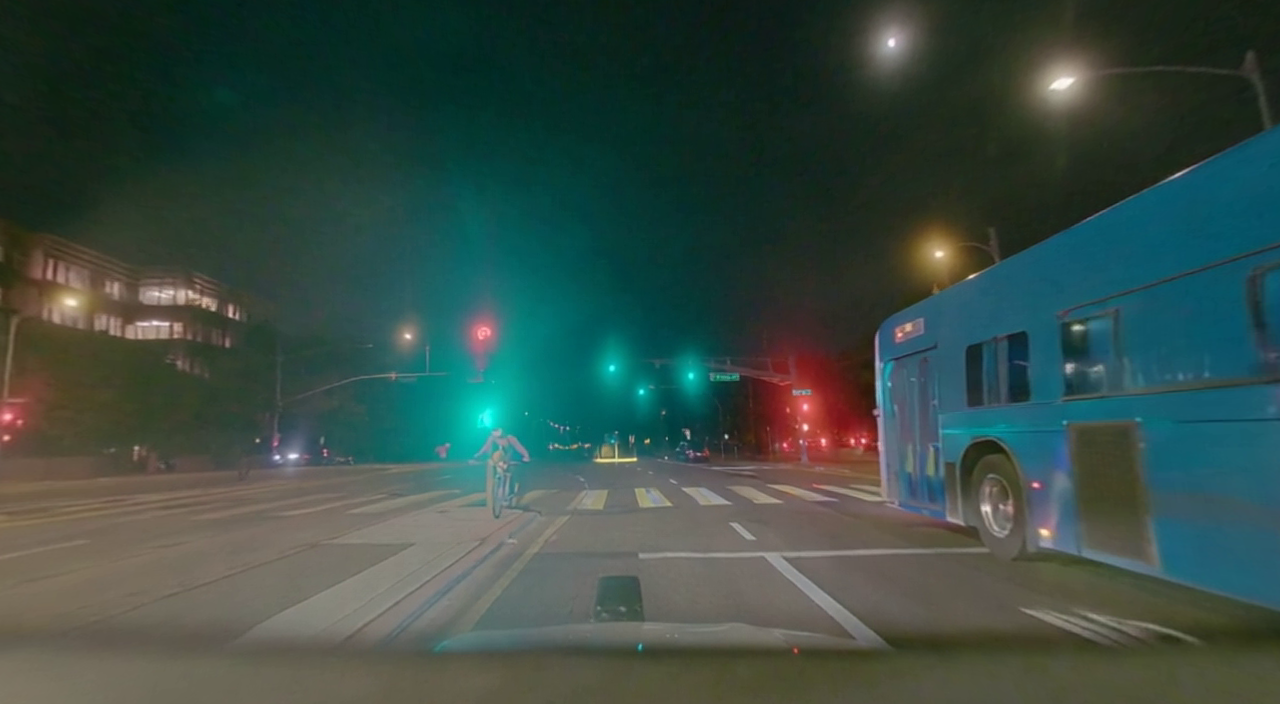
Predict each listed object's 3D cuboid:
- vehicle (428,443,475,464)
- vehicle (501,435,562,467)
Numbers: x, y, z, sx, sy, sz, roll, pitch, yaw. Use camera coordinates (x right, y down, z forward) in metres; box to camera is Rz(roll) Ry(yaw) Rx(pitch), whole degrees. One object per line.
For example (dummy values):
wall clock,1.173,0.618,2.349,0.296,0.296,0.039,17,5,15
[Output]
vehicle,-13.859,7.416,46.404,2.036,1.467,3.979,6,-10,-36
vehicle,-5.842,5.231,33.570,2.123,1.544,4.158,4,-9,-25
